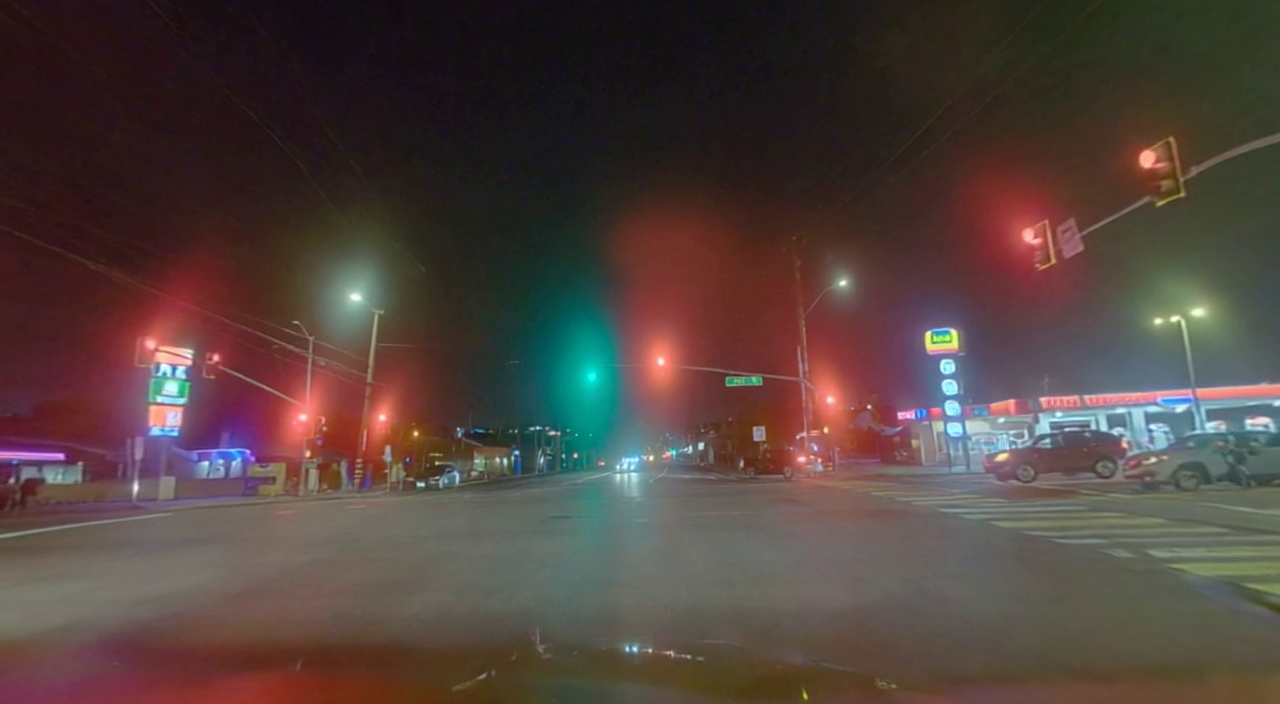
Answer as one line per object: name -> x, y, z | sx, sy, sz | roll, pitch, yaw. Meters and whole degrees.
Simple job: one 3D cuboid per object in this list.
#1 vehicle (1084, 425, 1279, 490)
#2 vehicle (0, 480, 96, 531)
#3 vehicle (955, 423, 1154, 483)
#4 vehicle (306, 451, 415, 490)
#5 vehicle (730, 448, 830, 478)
vehicle -> 14.409, 2.643, 15.907 | 4.835, 1.487, 1.913 | -4, -9, 20
vehicle -> -21.150, 5.031, 20.919 | 4.676, 1.463, 1.909 | -1, -8, 6
vehicle -> 12.990, 3.225, 20.248 | 4.916, 1.730, 1.986 | -4, -9, 22
vehicle -> -21.295, 9.016, 48.444 | 6.991, 2.792, 2.607 | 0, -8, -3
vehicle -> 7.418, 5.878, 33.650 | 4.728, 1.468, 2.083 | -7, -11, 37
